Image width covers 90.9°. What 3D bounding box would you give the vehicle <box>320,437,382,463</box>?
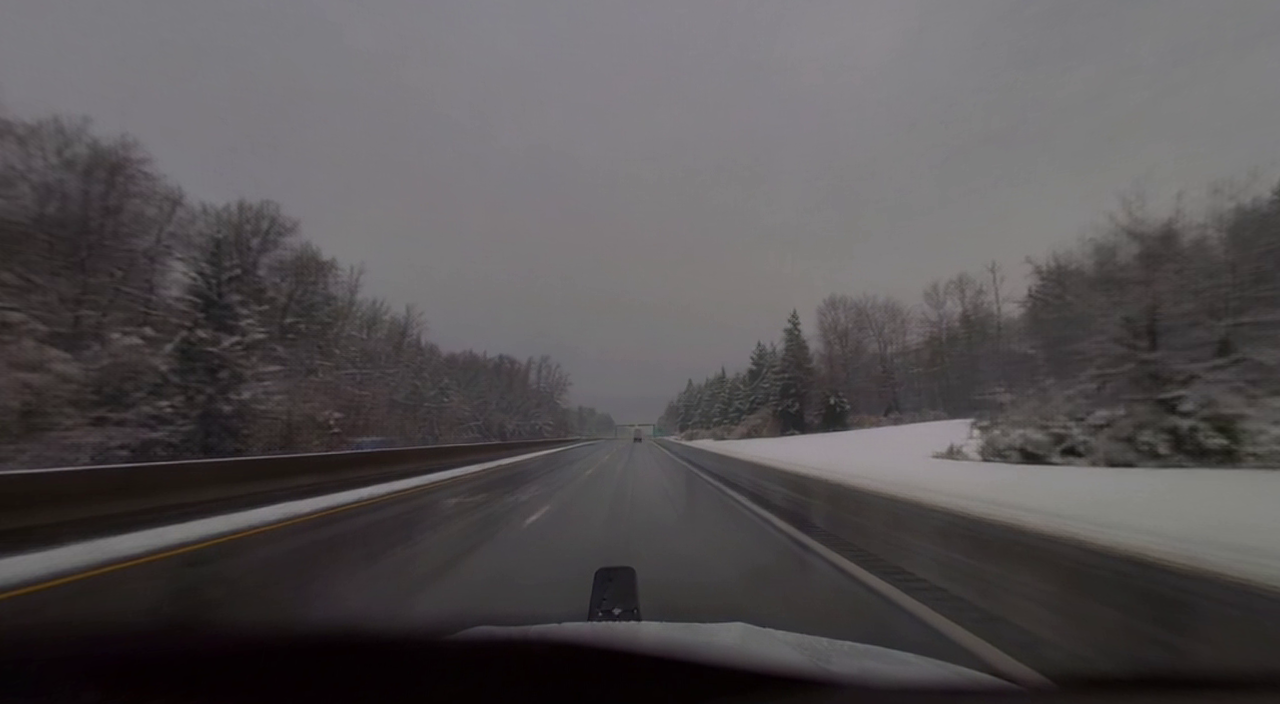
[{"bbox_3d":[-17.808,6.057,39.078,1.807,1.507,4.263,0,-8,0],"label":"vehicle"}]
